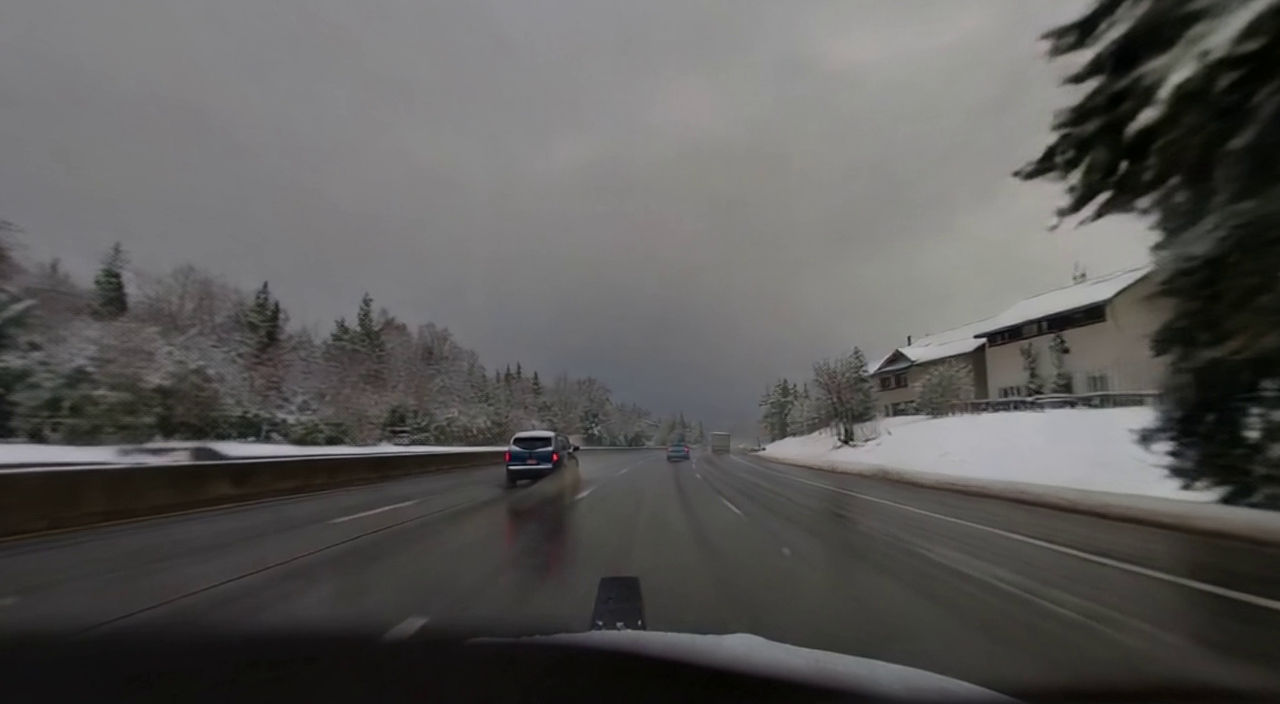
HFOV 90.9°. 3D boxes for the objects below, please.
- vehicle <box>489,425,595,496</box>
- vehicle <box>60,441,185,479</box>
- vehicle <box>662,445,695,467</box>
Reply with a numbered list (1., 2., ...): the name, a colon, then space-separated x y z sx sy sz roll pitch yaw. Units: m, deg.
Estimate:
1. vehicle: -2.711 3.186 18.835 2.185 1.823 4.854 0 -9 3
2. vehicle: -23.286 4.862 28.645 1.869 1.599 4.246 -1 -9 4
3. vehicle: 2.695 7.151 43.581 2.158 1.458 3.656 -1 -9 5
